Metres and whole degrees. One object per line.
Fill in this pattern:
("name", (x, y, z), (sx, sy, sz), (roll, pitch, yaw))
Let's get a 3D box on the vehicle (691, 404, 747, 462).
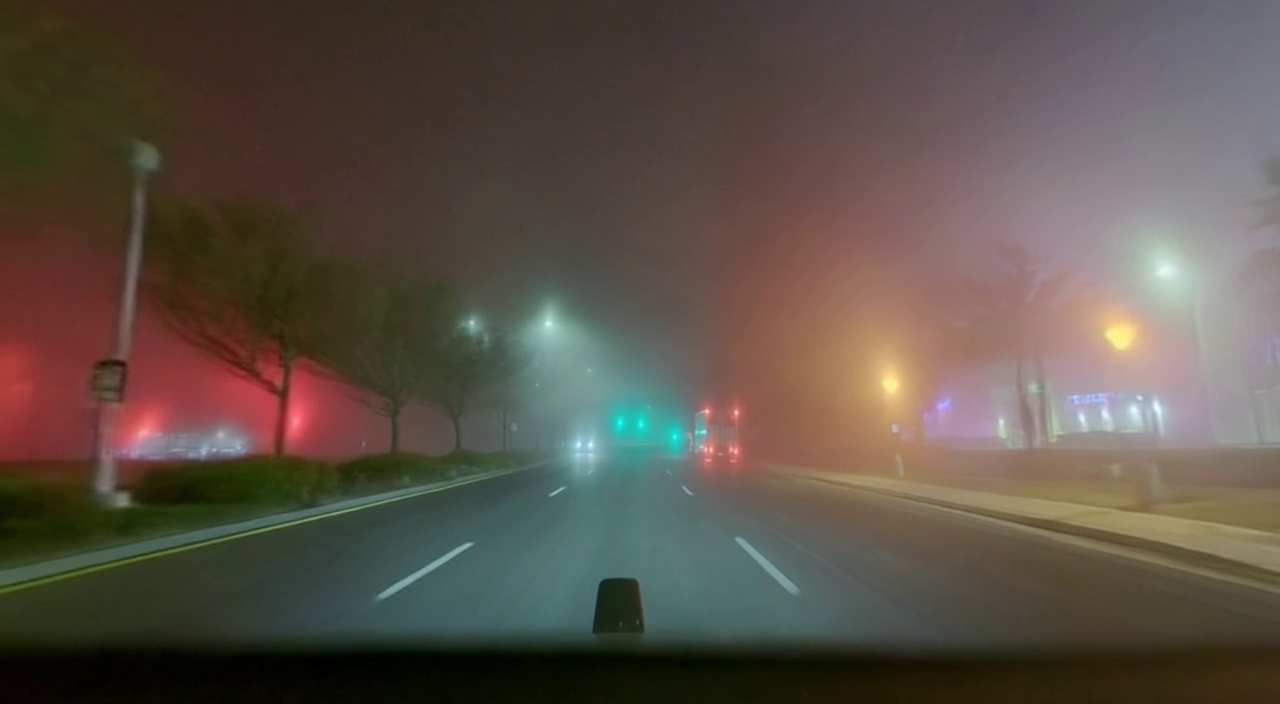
("vehicle", (5.999, 6.441, 49.383), (2.981, 4.106, 8.794), (0, -9, -2))
